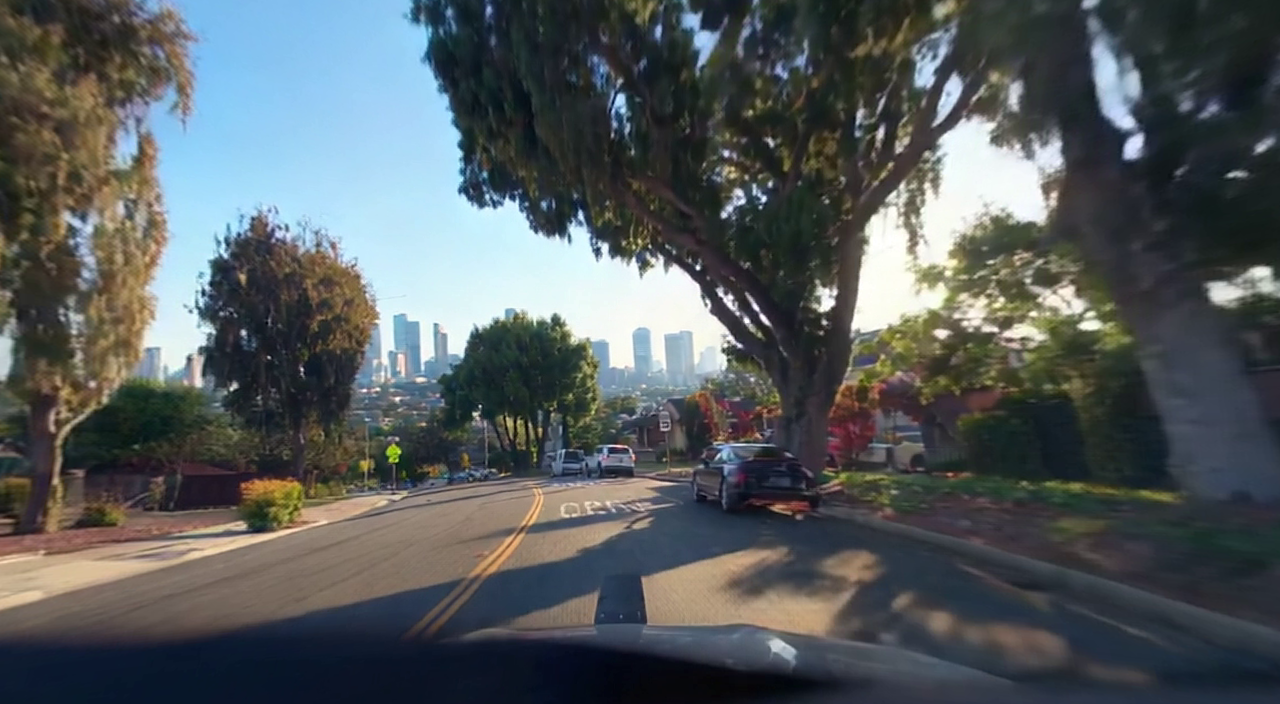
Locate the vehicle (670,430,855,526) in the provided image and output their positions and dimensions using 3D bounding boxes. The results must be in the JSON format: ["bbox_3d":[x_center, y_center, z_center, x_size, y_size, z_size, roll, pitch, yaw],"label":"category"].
[{"bbox_3d":[2.126,2.416,12.816,2.181,1.494,5.023,0,-8,-7],"label":"vehicle"}]

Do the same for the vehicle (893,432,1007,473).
[{"bbox_3d":[12.119,3.869,24.642,4.253,1.458,1.900,4,-10,-32],"label":"vehicle"}]

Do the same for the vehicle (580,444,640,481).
[{"bbox_3d":[-1.600,5.458,31.589,1.965,1.663,4.744,2,-9,-16],"label":"vehicle"}]

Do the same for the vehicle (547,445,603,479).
[{"bbox_3d":[-4.077,6.692,38.713,2.180,1.849,5.423,2,-9,-19],"label":"vehicle"}]
